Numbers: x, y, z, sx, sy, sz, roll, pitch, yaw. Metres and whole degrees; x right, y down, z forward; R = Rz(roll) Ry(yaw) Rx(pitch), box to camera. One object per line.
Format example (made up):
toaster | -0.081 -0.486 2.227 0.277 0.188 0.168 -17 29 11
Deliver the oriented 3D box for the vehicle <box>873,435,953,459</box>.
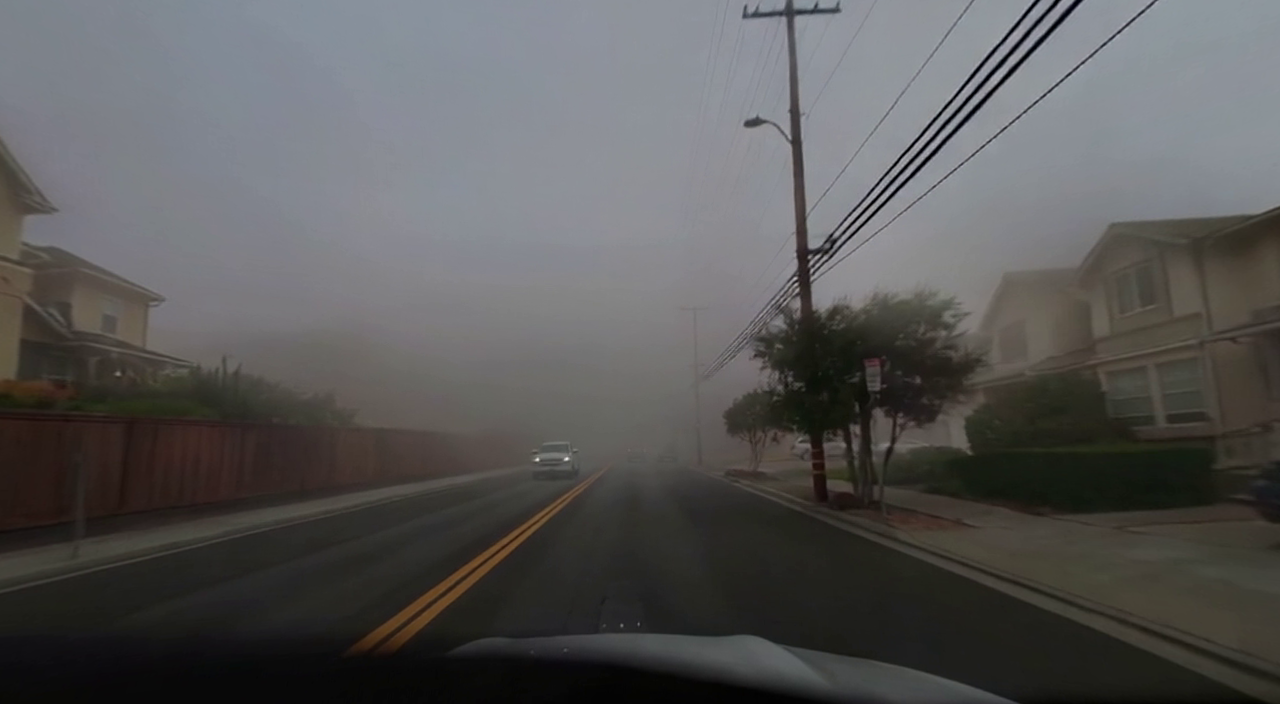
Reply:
vehicle | 18.680 6.535 43.401 4.558 1.554 1.990 -1 -9 4

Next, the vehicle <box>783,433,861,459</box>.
vehicle | 12.432 6.461 43.435 4.701 1.745 2.083 -1 -9 2

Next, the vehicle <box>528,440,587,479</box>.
vehicle | -3.753 4.993 29.520 2.146 1.657 4.351 0 -9 0
